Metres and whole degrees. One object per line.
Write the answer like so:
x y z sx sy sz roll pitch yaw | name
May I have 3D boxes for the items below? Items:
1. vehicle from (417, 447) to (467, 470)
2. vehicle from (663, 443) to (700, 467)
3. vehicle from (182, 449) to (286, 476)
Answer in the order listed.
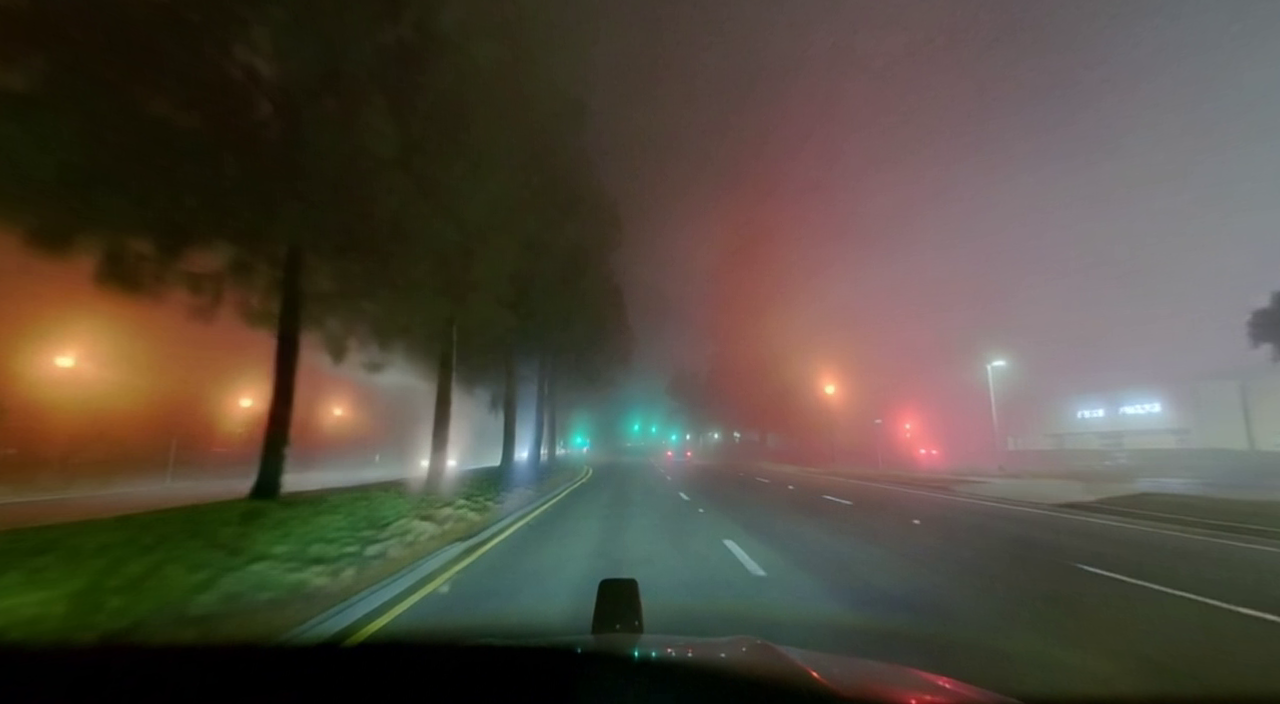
-13.482 7.266 43.153 1.902 1.481 4.518 0 -8 0 | vehicle
2.702 6.895 42.262 2.015 1.479 4.444 0 -8 -2 | vehicle
-29.827 8.111 46.378 6.013 1.767 2.250 0 -8 -3 | vehicle
